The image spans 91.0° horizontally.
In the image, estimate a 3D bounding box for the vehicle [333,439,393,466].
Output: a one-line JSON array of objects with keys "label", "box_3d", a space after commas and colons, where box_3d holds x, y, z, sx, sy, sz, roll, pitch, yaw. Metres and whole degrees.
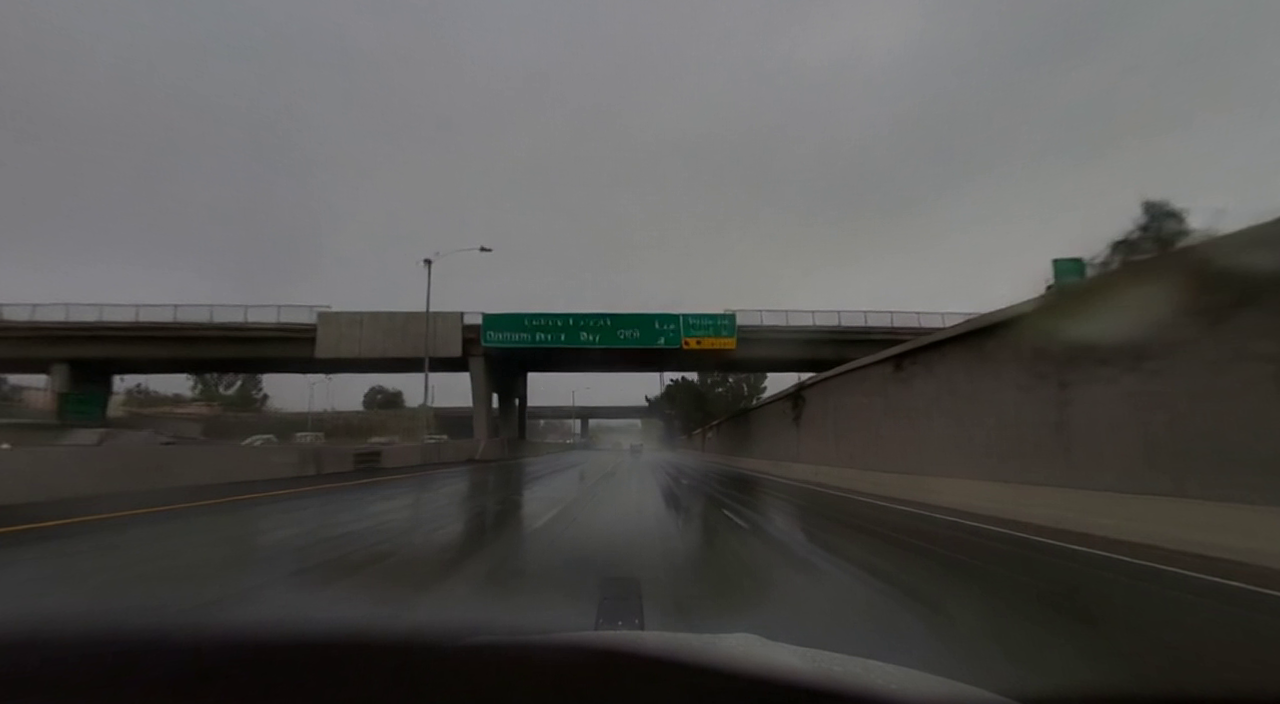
[{"label": "vehicle", "box_3d": [-16.489, 5.972, 37.663, 1.733, 1.434, 4.293, -2, -8, -2]}]
